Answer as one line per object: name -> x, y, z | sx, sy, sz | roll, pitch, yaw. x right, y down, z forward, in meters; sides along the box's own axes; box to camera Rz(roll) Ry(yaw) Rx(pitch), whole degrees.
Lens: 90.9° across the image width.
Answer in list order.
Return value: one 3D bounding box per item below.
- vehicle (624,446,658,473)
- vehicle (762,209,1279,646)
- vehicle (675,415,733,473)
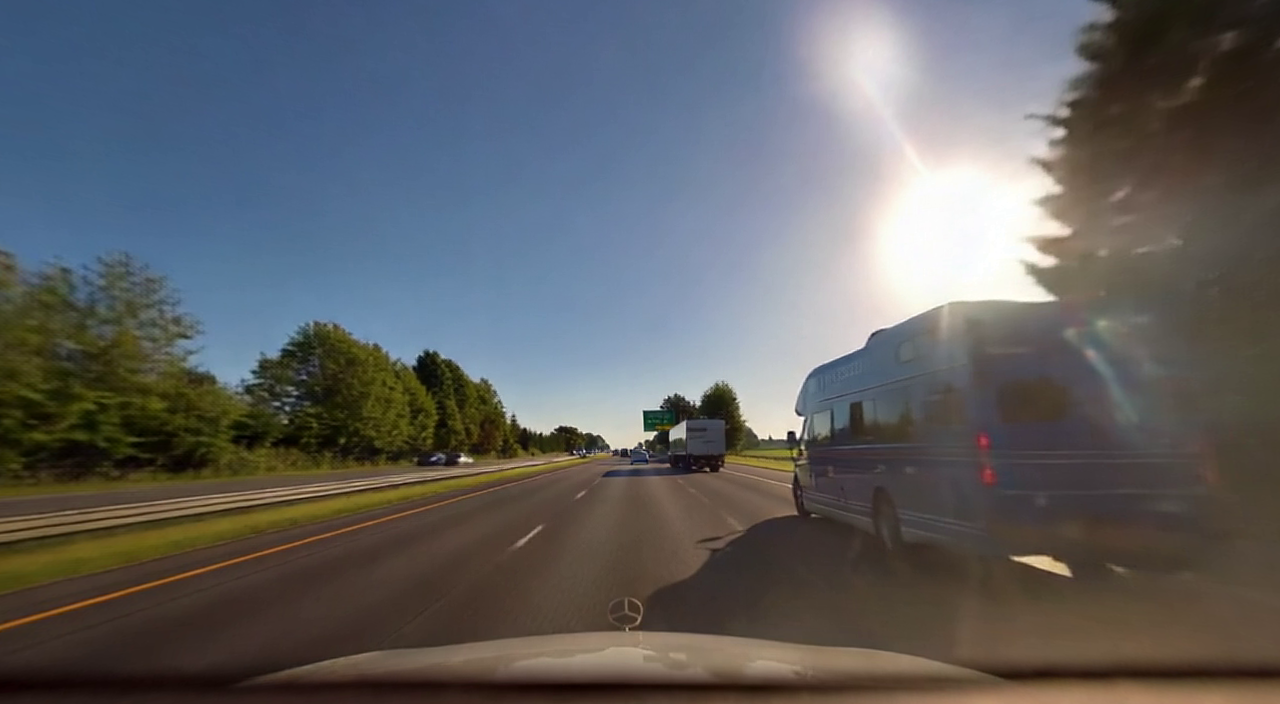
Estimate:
vehicle -> 0.060, 7.039, 41.482 | 2.151, 1.678, 3.923 | 0, -9, 0
vehicle -> 3.732, 1.020, 8.003 | 2.698, 3.001, 7.323 | 0, -9, -1
vehicle -> 4.184, 6.313, 43.121 | 2.931, 3.530, 8.760 | 0, -9, -1
